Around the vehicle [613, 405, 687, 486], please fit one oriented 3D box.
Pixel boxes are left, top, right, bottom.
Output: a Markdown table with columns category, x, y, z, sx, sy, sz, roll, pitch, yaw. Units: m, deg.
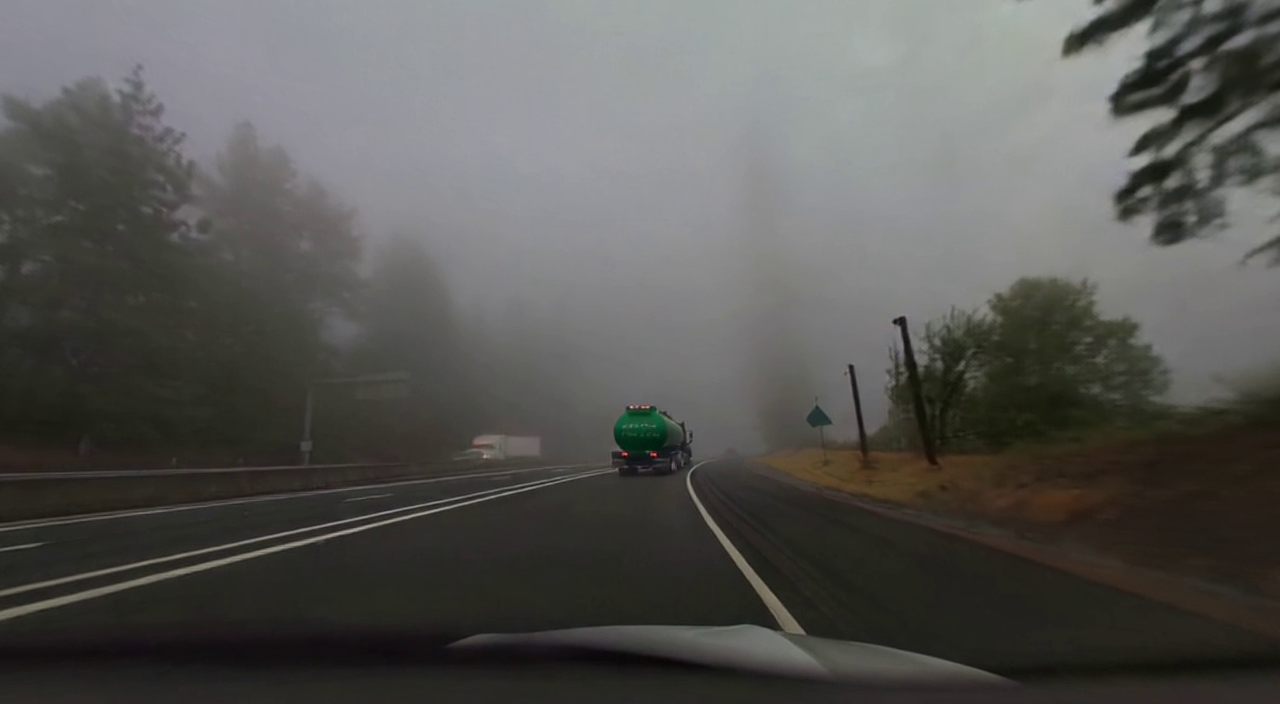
| category | x | y | z | sx | sy | sz | roll | pitch | yaw |
| --- | --- | --- | --- | --- | --- | --- | --- | --- | --- |
| vehicle | 0.917 | 5.293 | 35.941 | 2.907 | 3.747 | 13.318 | -1 | -8 | 6 |

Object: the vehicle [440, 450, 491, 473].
| category | x | y | z | sx | sy | sz | roll | pitch | yaw |
| --- | --- | --- | --- | --- | --- | --- | --- | --- | --- |
| vehicle | -12.522 | 7.886 | 45.540 | 1.877 | 1.487 | 4.396 | -2 | -8 | 8 |
